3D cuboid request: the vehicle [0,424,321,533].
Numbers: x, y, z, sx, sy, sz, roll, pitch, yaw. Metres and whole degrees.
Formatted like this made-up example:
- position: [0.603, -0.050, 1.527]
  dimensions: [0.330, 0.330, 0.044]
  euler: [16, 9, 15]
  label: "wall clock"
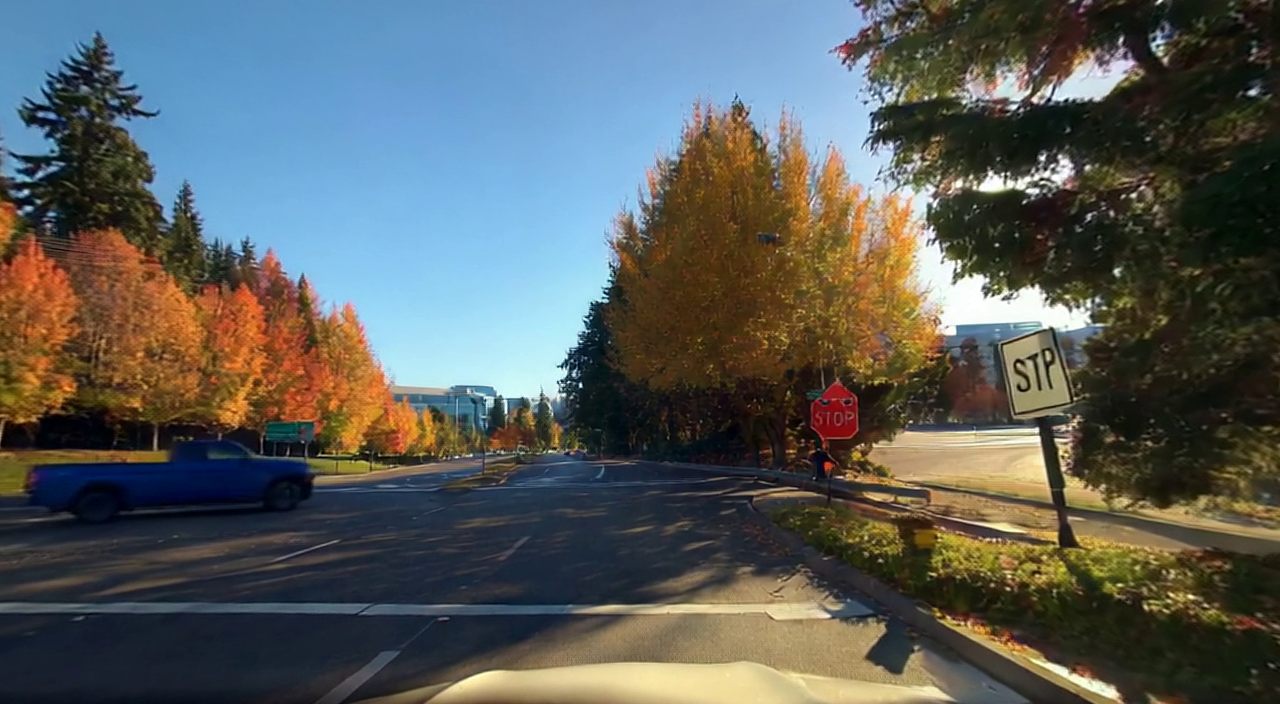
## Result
- position: [-10.689, 2.746, 14.317]
  dimensions: [5.607, 2.012, 2.284]
  euler: [7, -11, -40]
  label: "vehicle"
